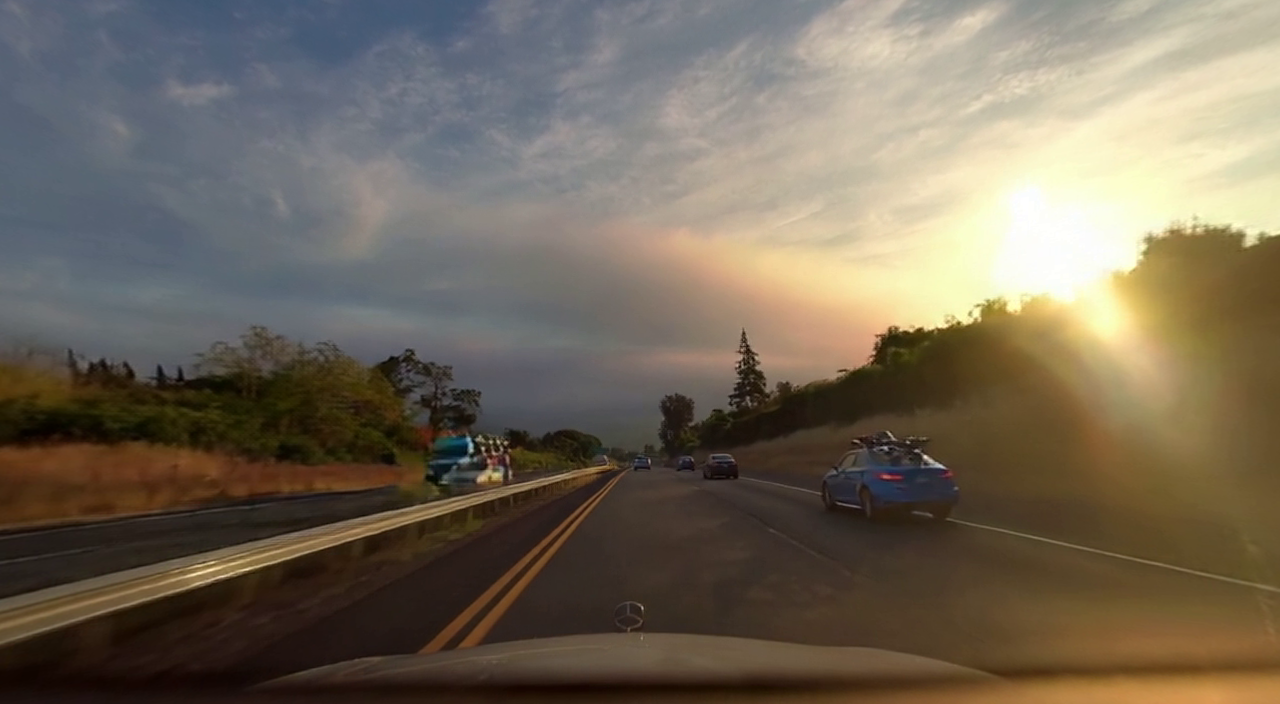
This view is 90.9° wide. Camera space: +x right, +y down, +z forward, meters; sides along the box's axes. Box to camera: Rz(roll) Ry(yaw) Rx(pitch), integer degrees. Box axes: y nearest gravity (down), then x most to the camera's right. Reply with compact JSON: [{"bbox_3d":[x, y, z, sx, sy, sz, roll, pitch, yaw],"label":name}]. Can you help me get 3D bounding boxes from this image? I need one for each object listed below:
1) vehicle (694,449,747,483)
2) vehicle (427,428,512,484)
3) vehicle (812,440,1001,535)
[{"bbox_3d":[4.116,5.916,33.012,2.122,1.662,4.392,0,-9,-1],"label":"vehicle"},{"bbox_3d":[-12.579,7.871,47.990,3.046,3.630,12.421,0,-9,0],"label":"vehicle"},{"bbox_3d":[4.883,2.513,12.205,1.964,1.513,3.707,0,-9,-1],"label":"vehicle"}]
